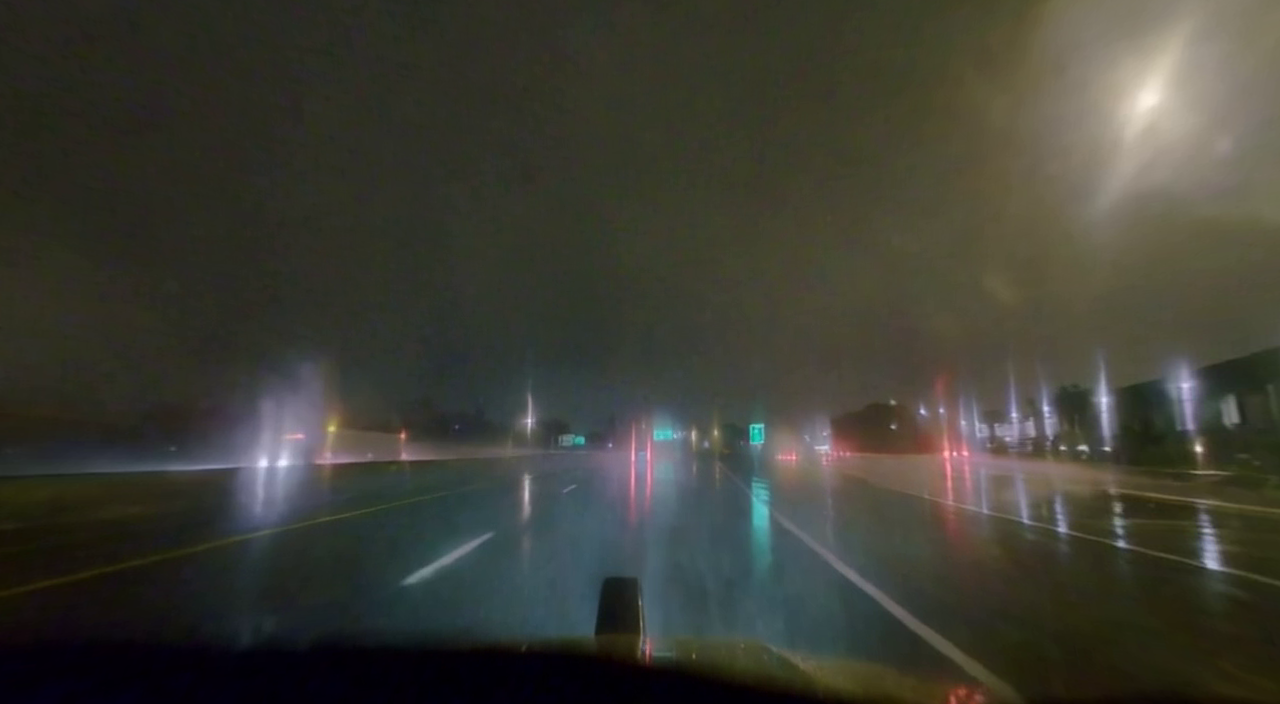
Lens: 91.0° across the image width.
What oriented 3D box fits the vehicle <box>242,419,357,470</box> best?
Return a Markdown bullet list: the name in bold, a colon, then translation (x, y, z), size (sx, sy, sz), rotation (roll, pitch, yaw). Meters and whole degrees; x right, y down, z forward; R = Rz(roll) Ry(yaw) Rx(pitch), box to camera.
- **vehicle**: translation (-25.012, 6.929, 47.030), size (2.961, 3.330, 9.690), rotation (0, -9, 1)
